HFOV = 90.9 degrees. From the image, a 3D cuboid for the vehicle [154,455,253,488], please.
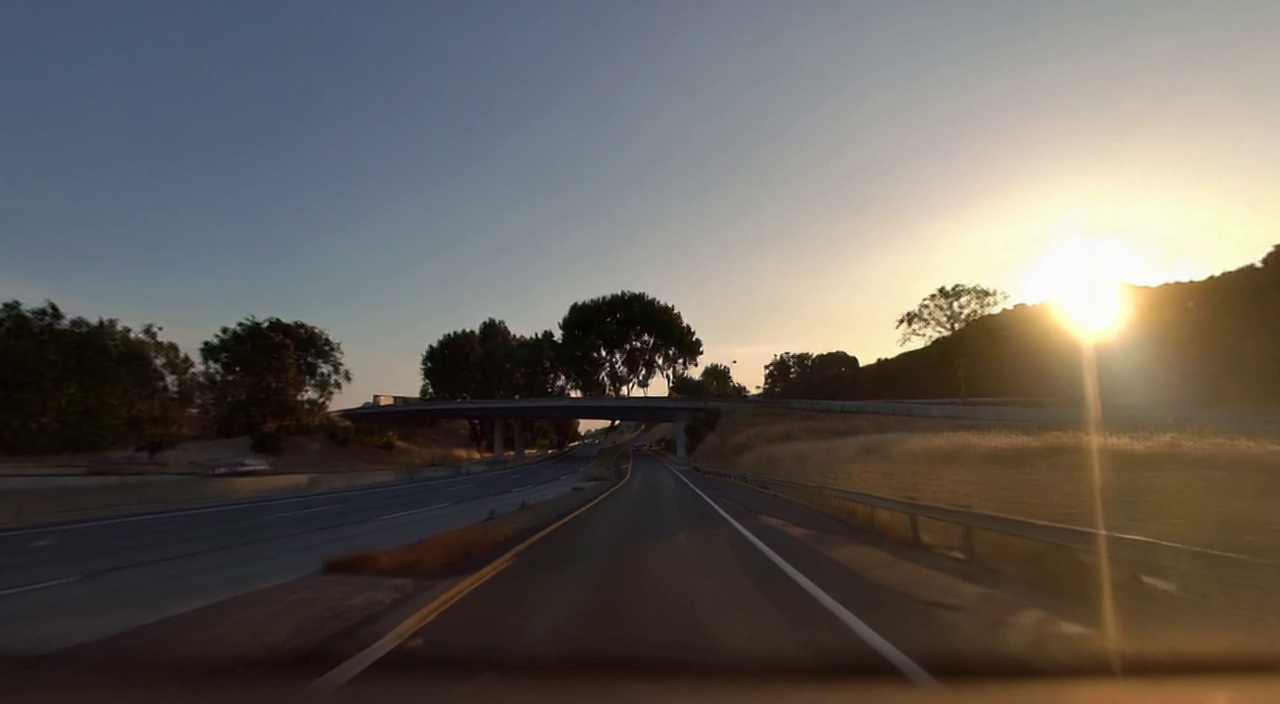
[{"bbox_3d":[-20.823,5.693,30.295,1.937,1.405,3.675,-1,-9,4],"label":"vehicle"}]
